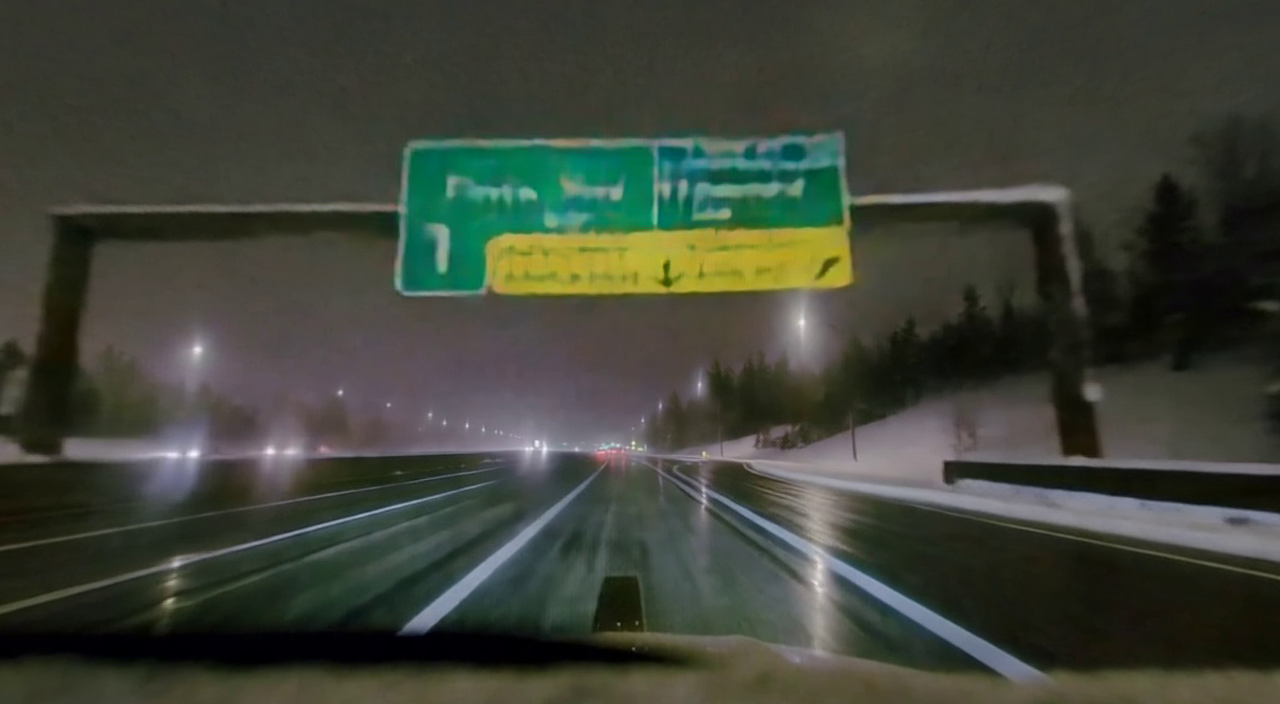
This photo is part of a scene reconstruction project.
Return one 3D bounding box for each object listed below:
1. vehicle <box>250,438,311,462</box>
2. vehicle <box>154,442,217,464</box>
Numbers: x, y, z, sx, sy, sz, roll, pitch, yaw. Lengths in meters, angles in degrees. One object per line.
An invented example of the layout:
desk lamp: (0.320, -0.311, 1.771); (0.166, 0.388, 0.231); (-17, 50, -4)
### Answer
vehicle: (-25.191, 6.908, 44.226); (1.897, 1.588, 4.218); (0, -9, -2)
vehicle: (-32.455, 7.255, 45.039); (1.732, 1.467, 3.833); (0, -9, -2)
